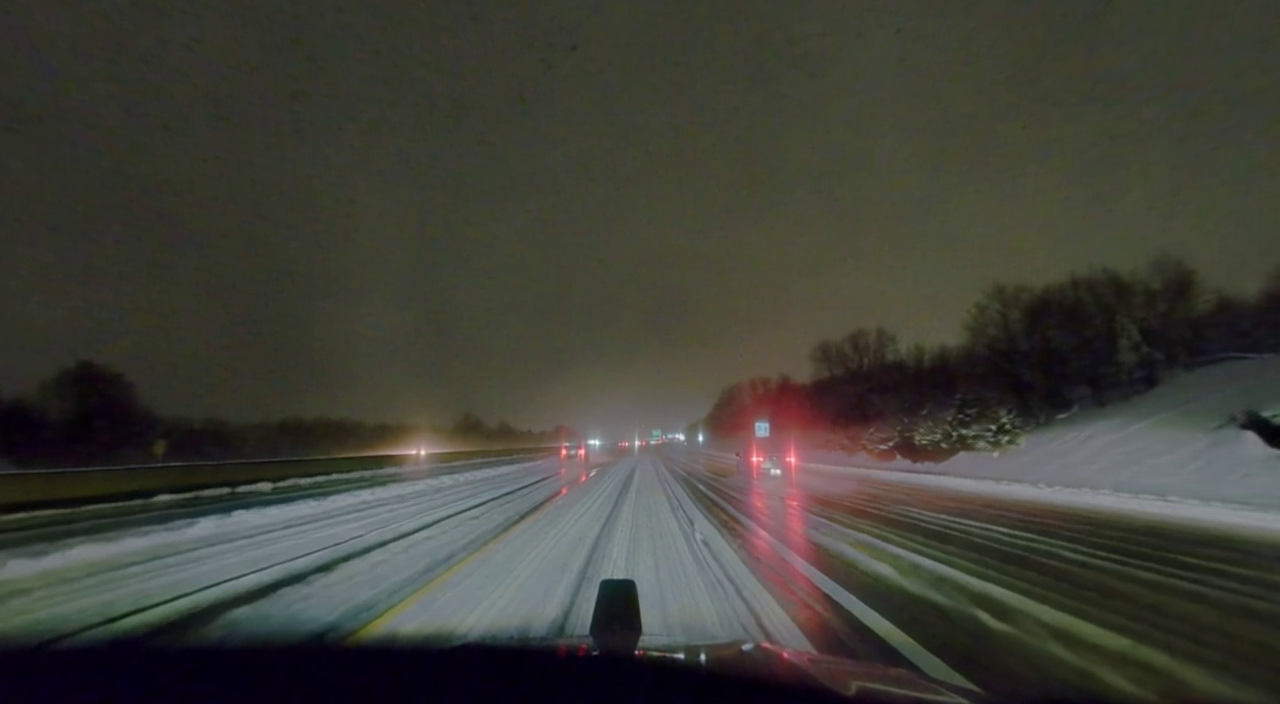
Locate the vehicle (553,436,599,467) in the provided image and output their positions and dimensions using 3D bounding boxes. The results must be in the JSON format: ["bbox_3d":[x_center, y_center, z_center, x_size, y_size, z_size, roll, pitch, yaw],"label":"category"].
[{"bbox_3d":[-3.587,5.671,36.068,2.048,1.618,4.424,0,-9,1],"label":"vehicle"}]

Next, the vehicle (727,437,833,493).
[{"bbox_3d":[4.025,3.333,18.997,2.060,1.485,4.274,0,-8,-2],"label":"vehicle"}]
